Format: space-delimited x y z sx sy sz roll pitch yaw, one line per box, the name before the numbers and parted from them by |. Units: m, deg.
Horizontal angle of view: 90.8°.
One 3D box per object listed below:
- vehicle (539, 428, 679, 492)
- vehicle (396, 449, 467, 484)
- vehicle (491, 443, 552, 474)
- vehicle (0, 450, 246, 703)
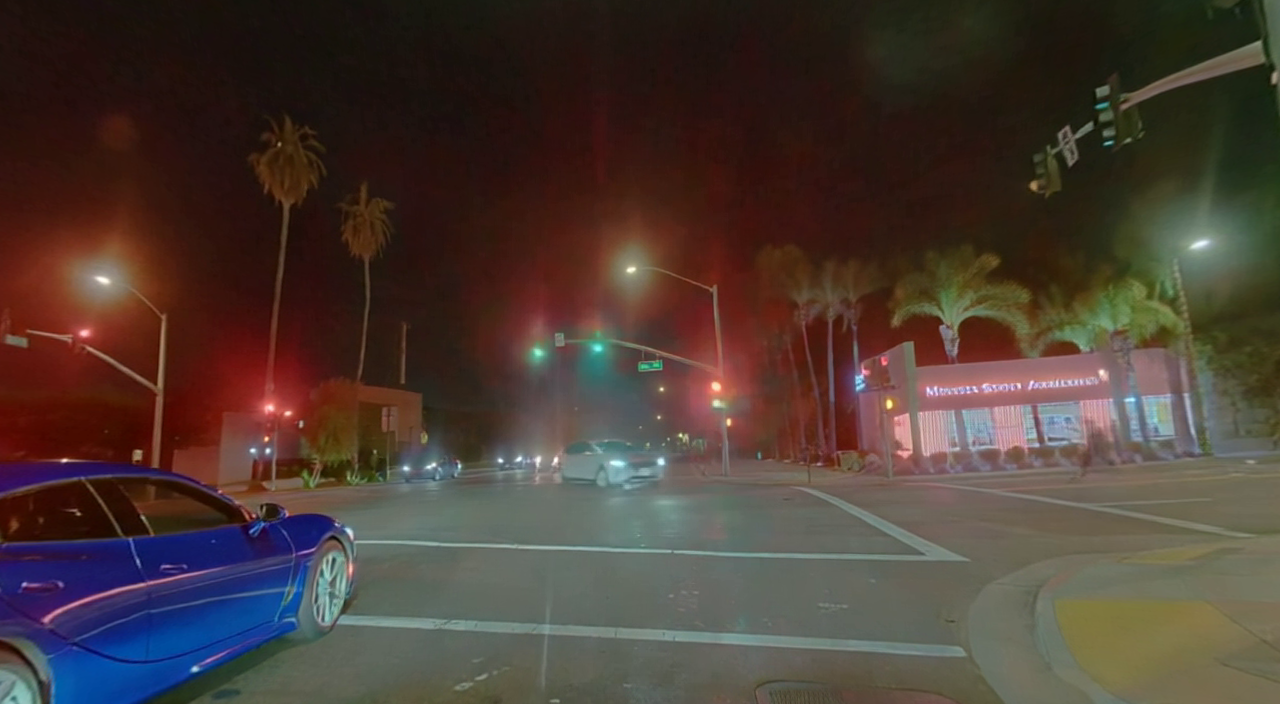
vehicle | -1.105 3.309 19.694 2.092 1.709 4.775 6 -11 -35
vehicle | -12.018 6.591 36.692 1.870 1.705 4.426 -7 -10 11
vehicle | -7.546 6.859 40.940 2.050 1.792 5.507 -2 -9 10
vehicle | -3.707 1.027 2.242 1.850 1.325 4.295 0 -9 0
